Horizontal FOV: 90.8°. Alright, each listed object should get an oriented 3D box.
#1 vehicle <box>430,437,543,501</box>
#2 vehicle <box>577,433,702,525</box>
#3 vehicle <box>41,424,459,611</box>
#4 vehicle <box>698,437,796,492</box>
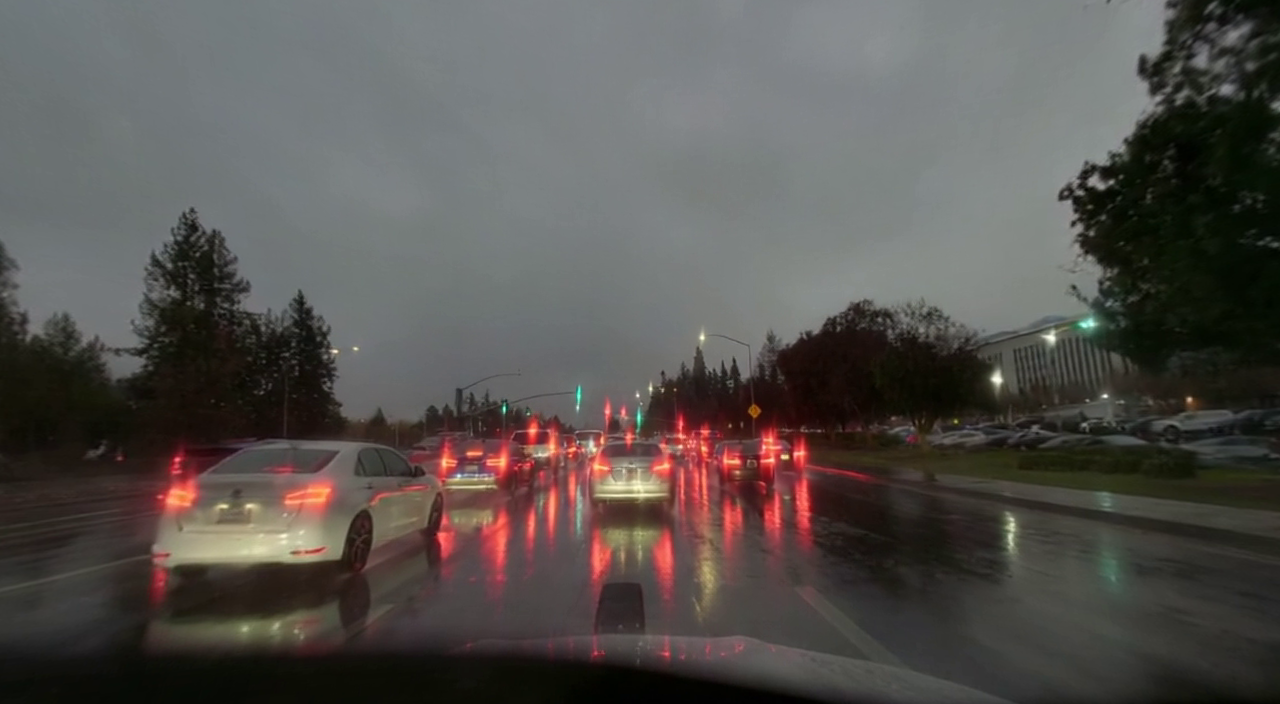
[{"bbox_3d":[-3.883,3.031,16.813,1.985,1.467,4.224,0,-8,0],"label":"vehicle"},{"bbox_3d":[-0.086,2.352,12.283,2.007,1.467,4.059,0,-8,-2],"label":"vehicle"},{"bbox_3d":[-3.749,1.646,7.278,2.052,1.475,4.341,0,-8,0],"label":"vehicle"},{"bbox_3d":[3.054,3.315,19.047,1.978,1.452,4.381,0,-8,-3],"label":"vehicle"}]
